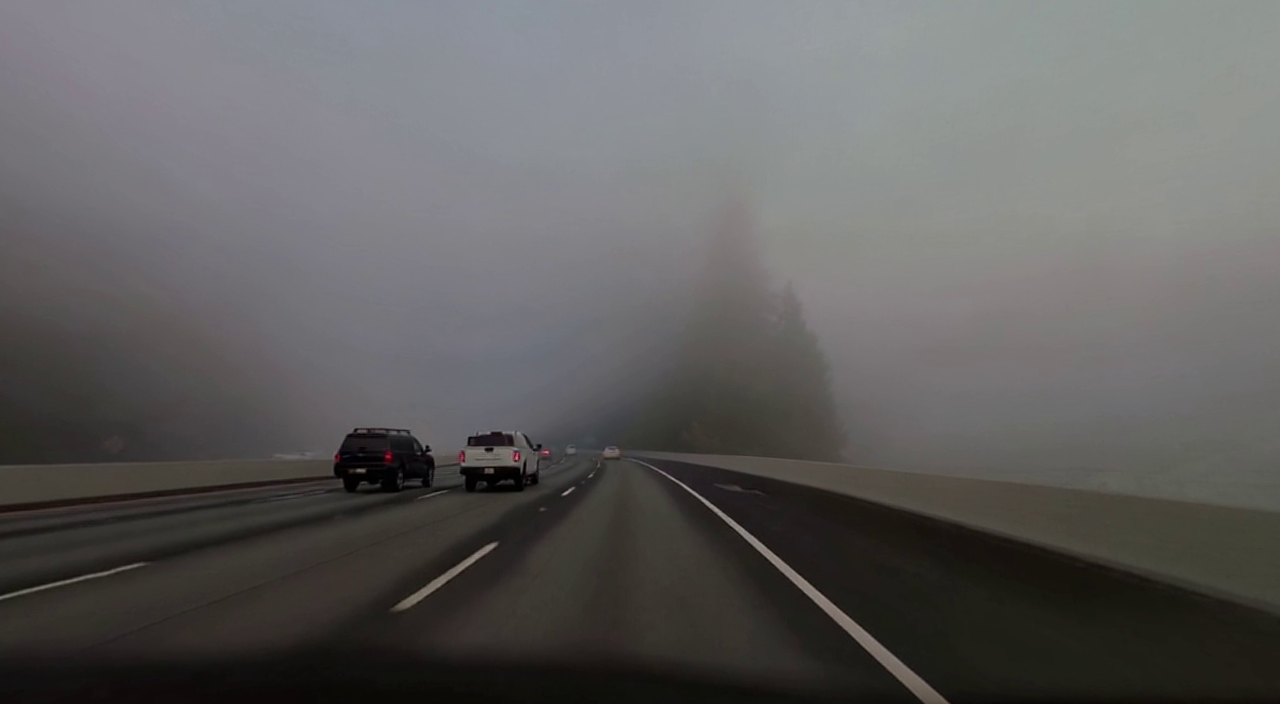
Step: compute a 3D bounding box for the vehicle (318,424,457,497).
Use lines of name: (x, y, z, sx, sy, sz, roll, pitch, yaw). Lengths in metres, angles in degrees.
vehicle: (-7.598, 3.314, 19.625, 2.160, 1.949, 5.293, 0, -8, 0)

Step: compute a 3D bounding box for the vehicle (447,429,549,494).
vehicle: (-4.302, 3.410, 19.945, 2.142, 1.789, 5.009, 0, -8, -1)
